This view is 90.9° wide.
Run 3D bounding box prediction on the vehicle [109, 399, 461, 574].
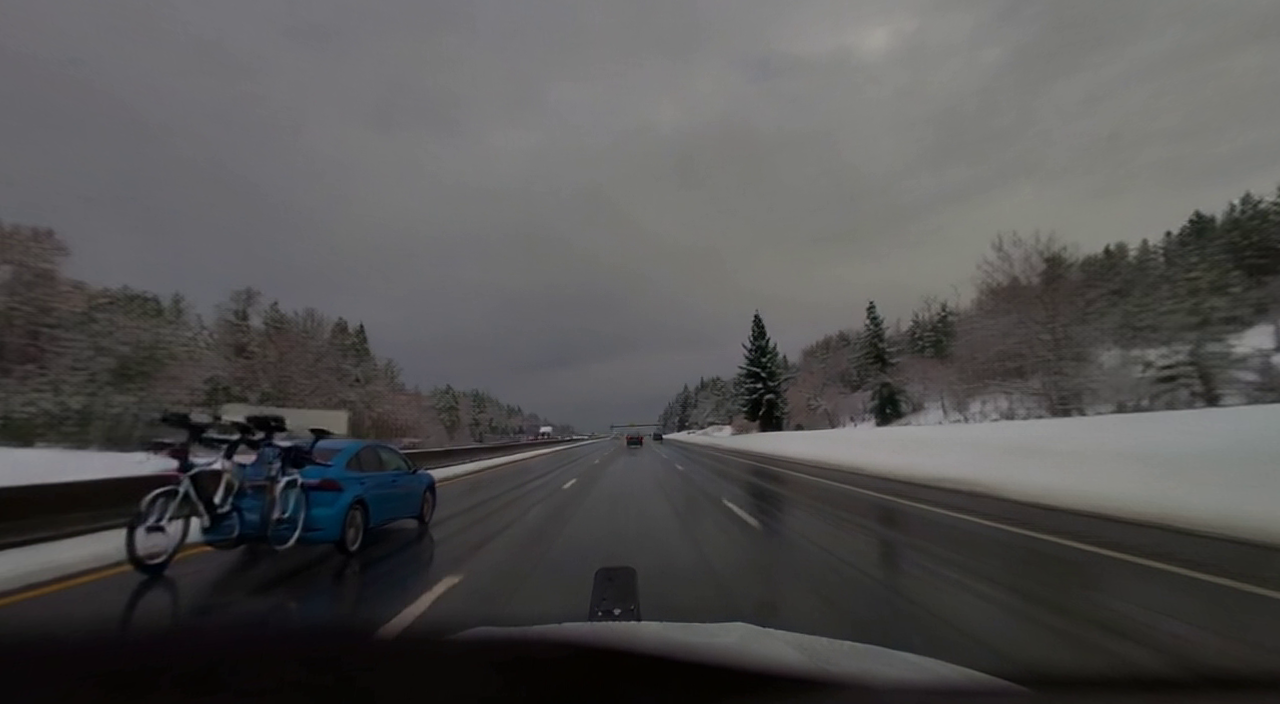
[{"bbox_3d":[-4.001,1.572,8.239,2.064,1.647,4.381,0,-8,0],"label":"vehicle"}]
